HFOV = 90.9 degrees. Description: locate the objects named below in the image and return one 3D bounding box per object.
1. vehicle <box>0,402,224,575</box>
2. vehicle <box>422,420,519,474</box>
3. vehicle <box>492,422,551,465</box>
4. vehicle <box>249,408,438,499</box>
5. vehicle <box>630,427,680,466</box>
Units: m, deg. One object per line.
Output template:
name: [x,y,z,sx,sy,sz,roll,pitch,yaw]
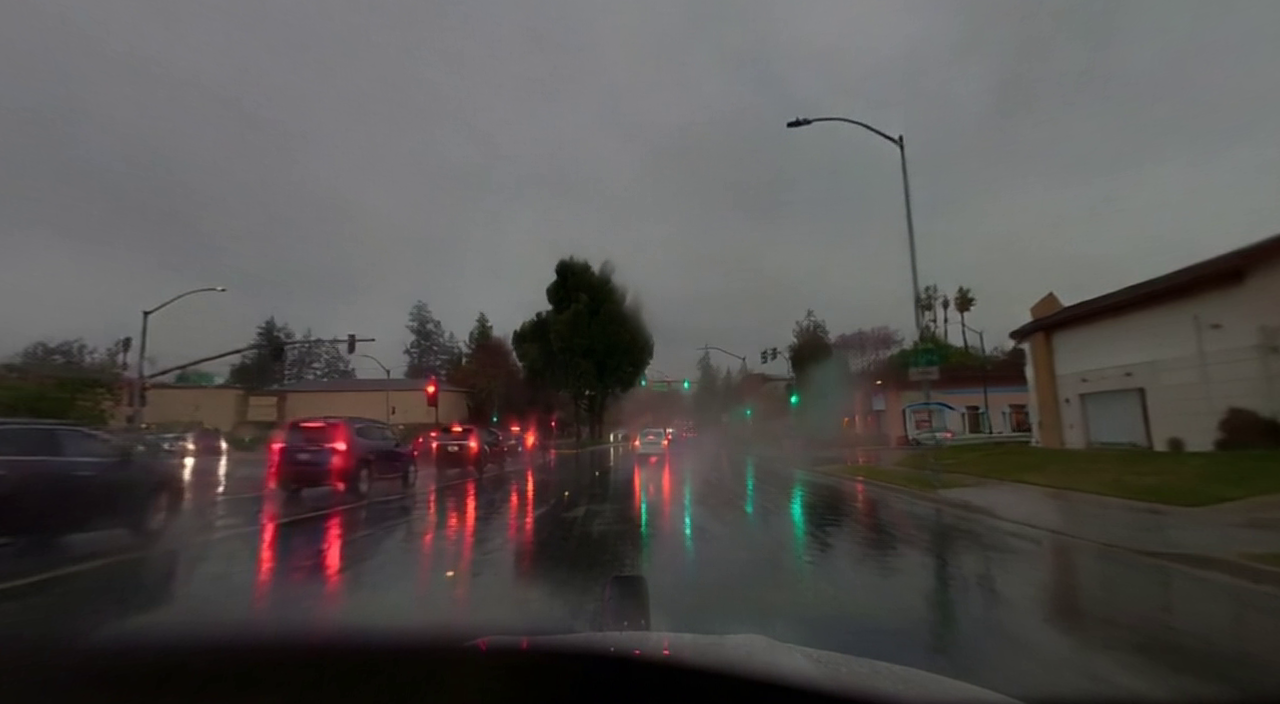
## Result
vehicle: [-7.172,1.419,6.798,2.121,1.630,4.642,0,-8,1]
vehicle: [-6.391,3.680,24.476,2.111,1.864,4.932,-1,-8,4]
vehicle: [-6.121,4.801,33.181,2.316,2.014,5.215,0,-8,-3]
vehicle: [-6.778,2.414,15.199,1.951,1.809,4.917,0,-8,3]
vehicle: [0.753,4.473,29.864,2.197,1.682,3.642,0,-8,3]
